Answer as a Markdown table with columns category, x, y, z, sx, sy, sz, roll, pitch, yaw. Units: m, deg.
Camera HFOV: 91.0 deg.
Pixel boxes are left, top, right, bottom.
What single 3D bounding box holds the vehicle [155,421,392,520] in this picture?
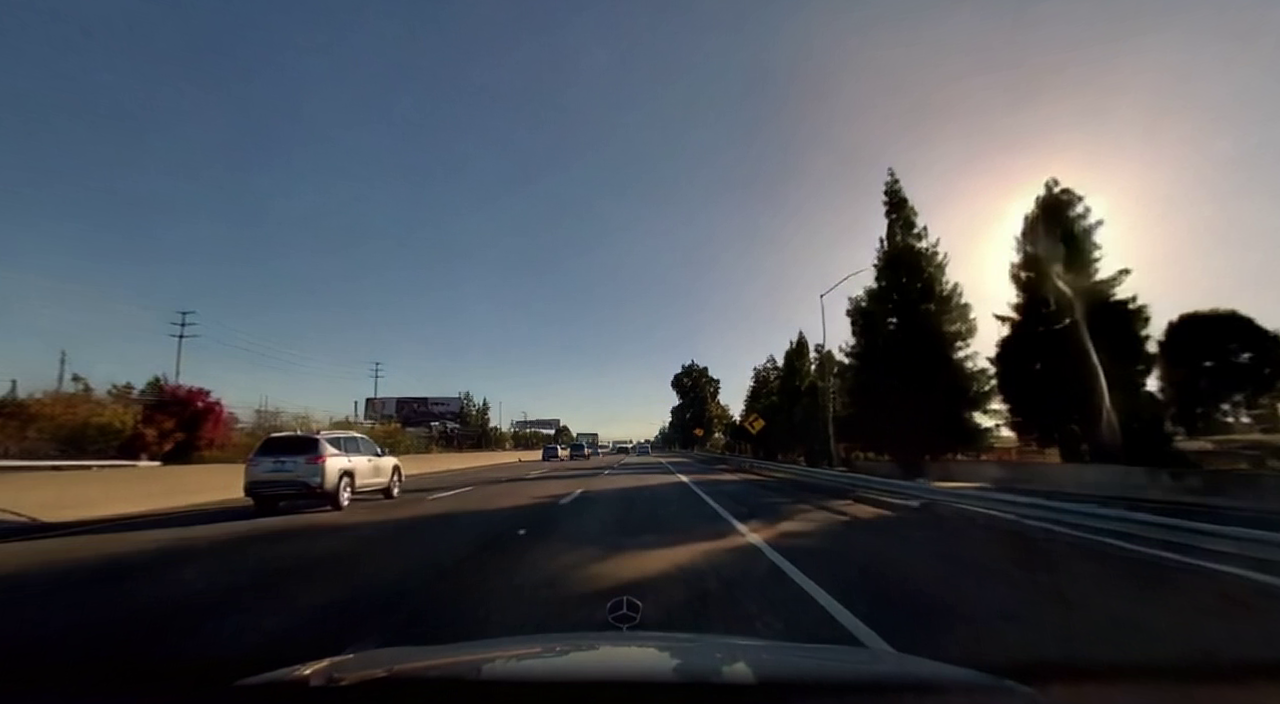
| category | x | y | z | sx | sy | sz | roll | pitch | yaw |
| --- | --- | --- | --- | --- | --- | --- | --- | --- | --- |
| vehicle | -7.321 | 2.421 | 13.370 | 2.055 | 1.683 | 4.804 | 0 | -9 | 1 |

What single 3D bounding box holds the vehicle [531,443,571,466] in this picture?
| category | x | y | z | sx | sy | sz | roll | pitch | yaw |
| --- | --- | --- | --- | --- | --- | --- | --- | --- | --- |
| vehicle | -6.393 | 7.434 | 45.828 | 2.008 | 1.520 | 4.731 | 0 | -9 | 2 |
